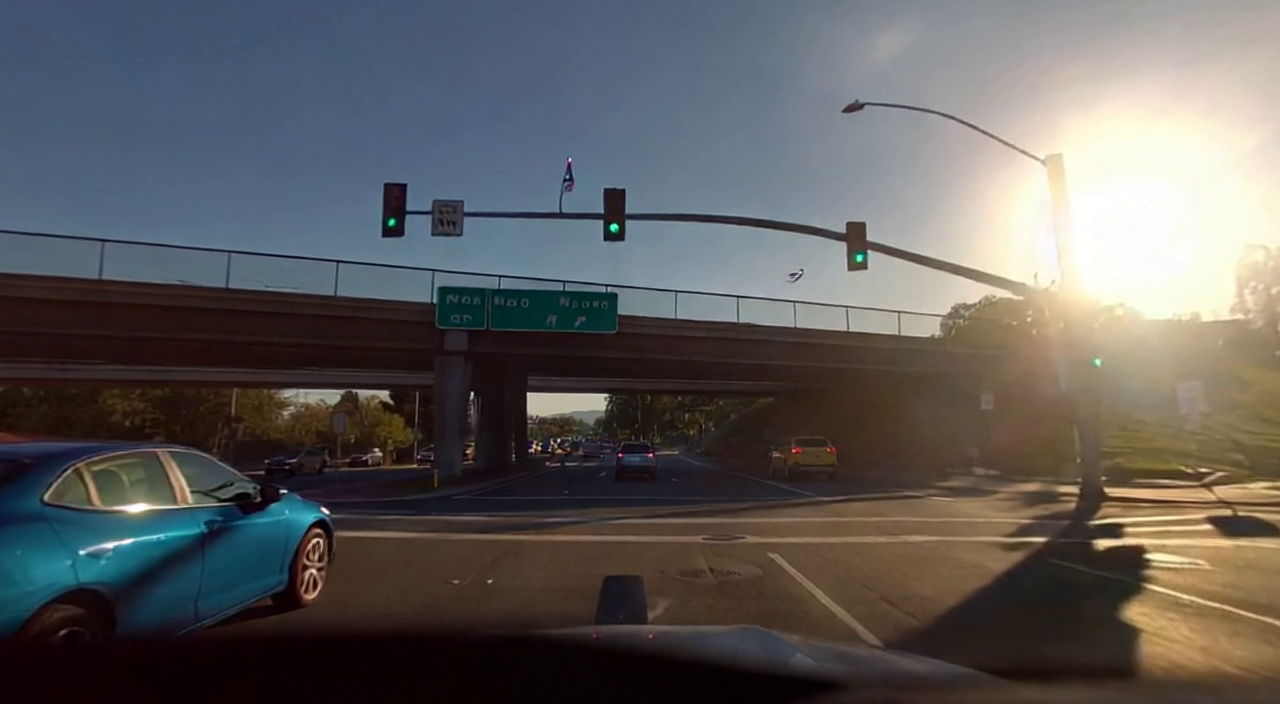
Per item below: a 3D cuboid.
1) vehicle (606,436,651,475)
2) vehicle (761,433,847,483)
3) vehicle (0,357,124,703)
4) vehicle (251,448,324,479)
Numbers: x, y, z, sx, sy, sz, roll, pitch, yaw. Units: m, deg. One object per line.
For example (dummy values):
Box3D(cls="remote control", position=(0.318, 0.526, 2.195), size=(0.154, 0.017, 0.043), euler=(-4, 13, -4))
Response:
Box3D(cls="vehicle", position=(-0.529, 5.111, 31.353), size=(2.060, 1.768, 4.681), euler=(0, -8, 0))
Box3D(cls="vehicle", position=(6.358, 4.156, 25.099), size=(2.074, 1.785, 4.320), euler=(0, -8, -3))
Box3D(cls="vehicle", position=(-3.104, 0.564, 0.288), size=(1.880, 1.617, 4.565), euler=(0, -8, 0))
Box3D(cls="vehicle", position=(-18.407, 5.800, 33.236), size=(1.803, 1.504, 4.708), euler=(1, -8, -9))
